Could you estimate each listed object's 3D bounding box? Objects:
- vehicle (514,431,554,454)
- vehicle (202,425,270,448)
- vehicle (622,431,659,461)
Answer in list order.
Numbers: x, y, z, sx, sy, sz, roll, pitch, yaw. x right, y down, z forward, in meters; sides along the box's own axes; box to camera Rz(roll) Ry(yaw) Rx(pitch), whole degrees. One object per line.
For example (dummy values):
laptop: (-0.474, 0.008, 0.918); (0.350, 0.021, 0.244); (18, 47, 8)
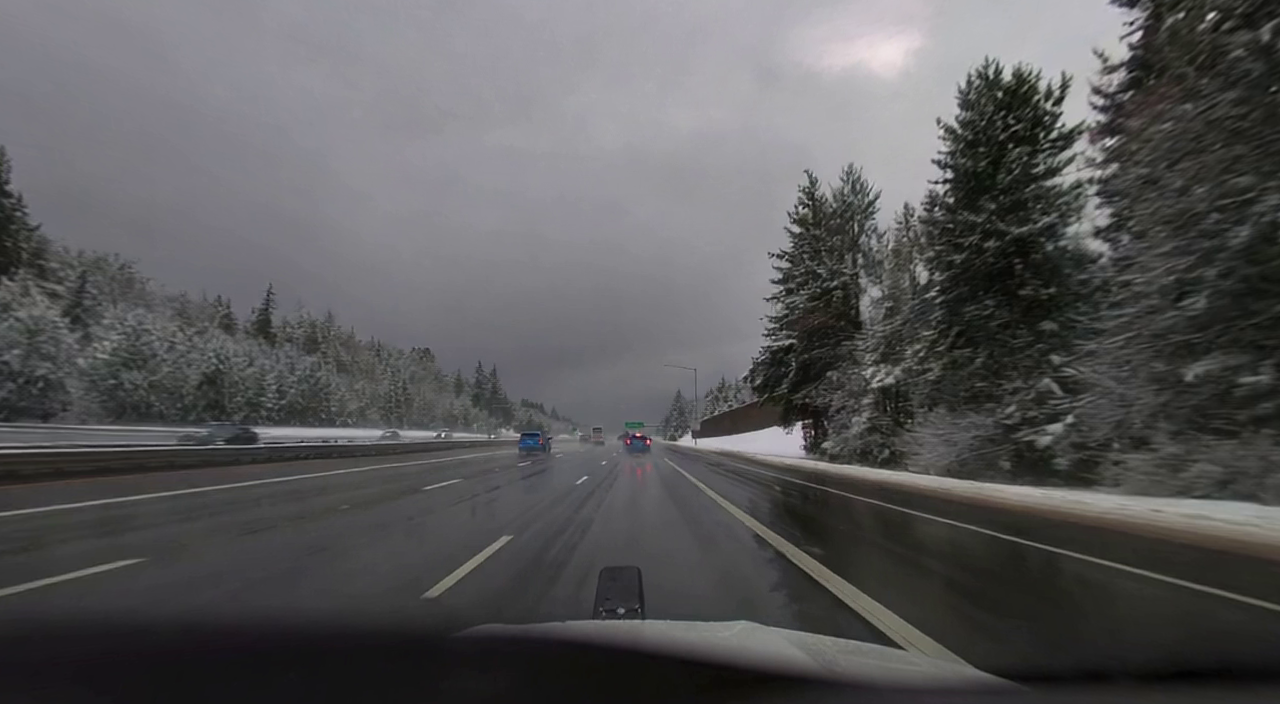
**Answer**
vehicle: (-7.490, 6.469, 44.868); (2.019, 1.523, 4.396); (0, -8, 1)
vehicle: (-28.370, 5.976, 44.367); (1.930, 1.565, 4.282); (0, -8, 0)
vehicle: (0.025, 5.812, 38.932); (2.141, 1.706, 4.065); (0, -8, 0)
